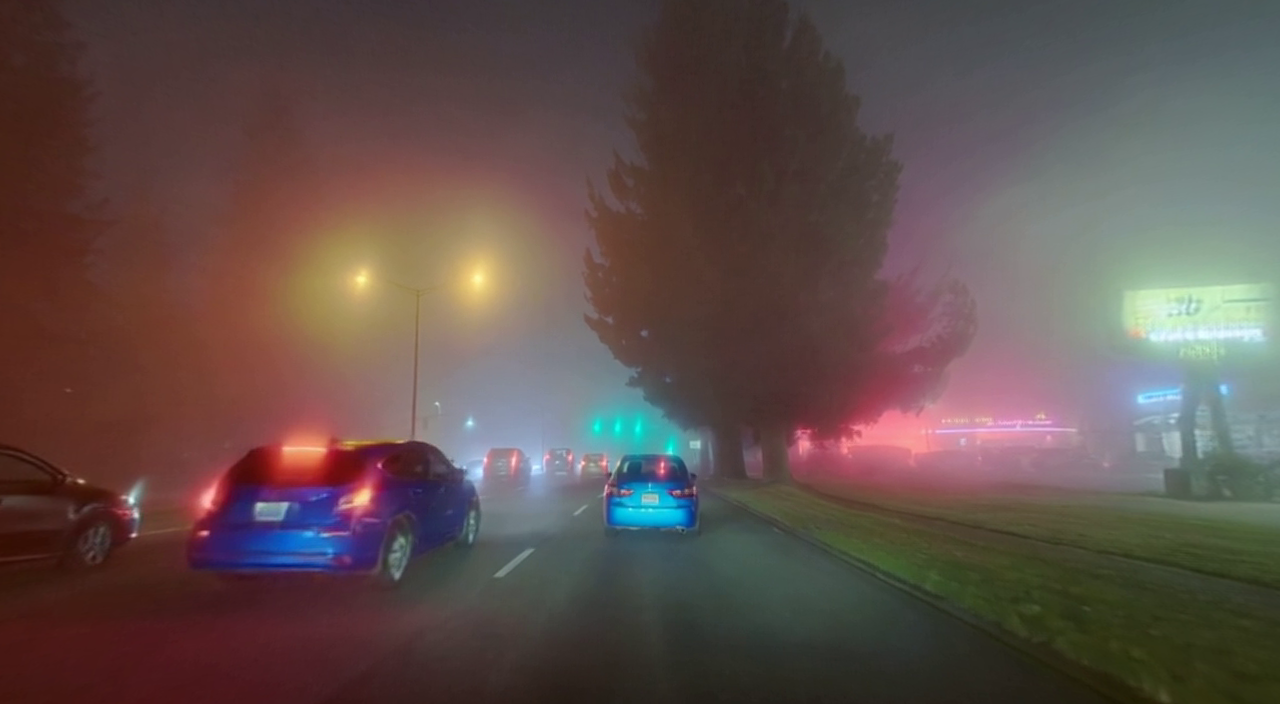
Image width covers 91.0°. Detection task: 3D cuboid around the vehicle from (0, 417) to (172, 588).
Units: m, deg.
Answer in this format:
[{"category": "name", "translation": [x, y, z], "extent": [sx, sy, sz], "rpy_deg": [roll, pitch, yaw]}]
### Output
[{"category": "vehicle", "translation": [-7.253, 1.471, 6.168], "extent": [1.968, 1.657, 4.230], "rpy_deg": [0, -8, 1]}]

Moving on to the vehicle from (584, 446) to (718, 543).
[{"category": "vehicle", "translation": [0.214, 2.528, 11.876], "extent": [2.091, 1.494, 3.962], "rpy_deg": [0, -8, 1]}]

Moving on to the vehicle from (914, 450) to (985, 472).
[{"category": "vehicle", "translation": [22.602, 7.985, 46.061], "extent": [4.220, 1.550, 1.935], "rpy_deg": [-9, -13, 43]}]

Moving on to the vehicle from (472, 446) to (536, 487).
[{"category": "vehicle", "translation": [-6.667, 5.625, 31.365], "extent": [2.130, 1.900, 4.470], "rpy_deg": [0, -8, 1]}]

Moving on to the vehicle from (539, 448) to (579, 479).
[{"category": "vehicle", "translation": [-6.227, 8.606, 49.088], "extent": [2.348, 2.250, 5.004], "rpy_deg": [0, -8, 2]}]

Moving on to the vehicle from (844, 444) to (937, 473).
[{"category": "vehicle", "translation": [18.420, 7.820, 46.471], "extent": [5.852, 1.962, 2.323], "rpy_deg": [-8, -11, 42]}]

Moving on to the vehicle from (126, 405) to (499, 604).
[{"category": "vehicle", "translation": [-3.414, 1.685, 7.948], "extent": [2.055, 1.725, 4.732], "rpy_deg": [0, -8, 1]}]
